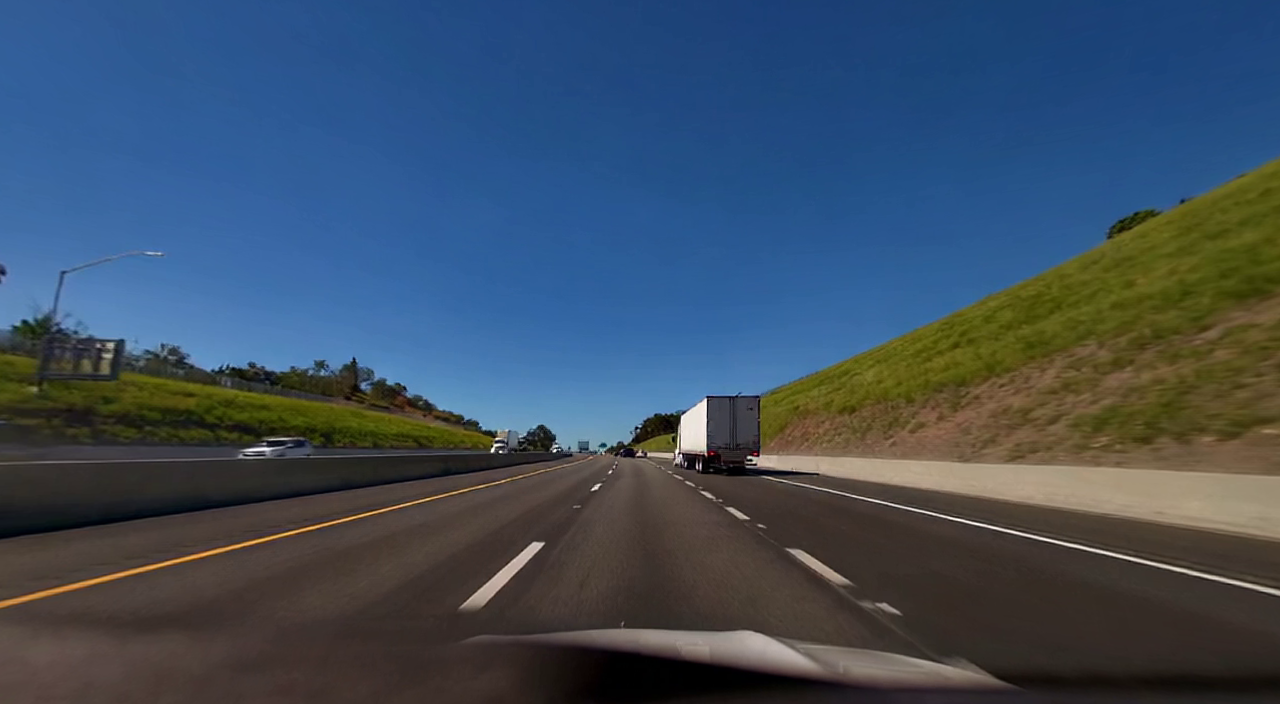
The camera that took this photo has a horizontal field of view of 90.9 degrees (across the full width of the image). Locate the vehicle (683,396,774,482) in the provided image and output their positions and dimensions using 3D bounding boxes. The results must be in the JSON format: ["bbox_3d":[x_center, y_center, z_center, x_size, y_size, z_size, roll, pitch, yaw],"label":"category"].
[{"bbox_3d":[4.137,4.586,32.559,2.876,3.586,11.726,0,-9,0],"label":"vehicle"}]
